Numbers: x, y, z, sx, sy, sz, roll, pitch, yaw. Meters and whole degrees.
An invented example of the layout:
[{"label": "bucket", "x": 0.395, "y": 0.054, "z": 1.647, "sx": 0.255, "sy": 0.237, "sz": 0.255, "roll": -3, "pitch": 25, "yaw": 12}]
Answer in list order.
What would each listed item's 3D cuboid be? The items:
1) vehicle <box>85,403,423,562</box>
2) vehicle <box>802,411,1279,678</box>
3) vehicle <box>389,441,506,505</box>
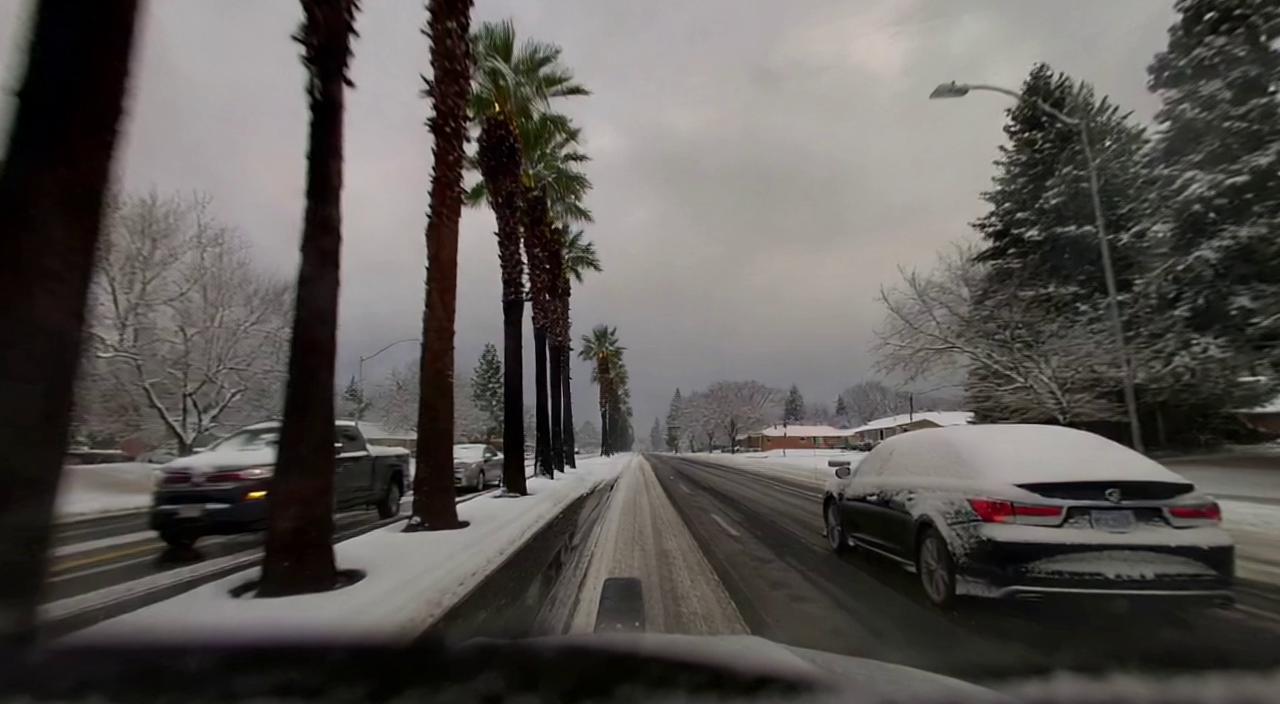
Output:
[{"label": "vehicle", "x": -5.225, "y": 1.854, "z": 9.746, "sx": 1.917, "sy": 1.756, "sz": 5.264, "roll": 0, "pitch": -9, "yaw": -1}, {"label": "vehicle", "x": 3.159, "y": 1.443, "z": 5.970, "sx": 1.989, "sy": 1.492, "sz": 4.689, "roll": 0, "pitch": -9, "yaw": 0}, {"label": "vehicle", "x": -4.870, "y": 3.104, "z": 16.663, "sx": 1.798, "sy": 1.441, "sz": 4.309, "roll": 0, "pitch": -9, "yaw": -1}]
